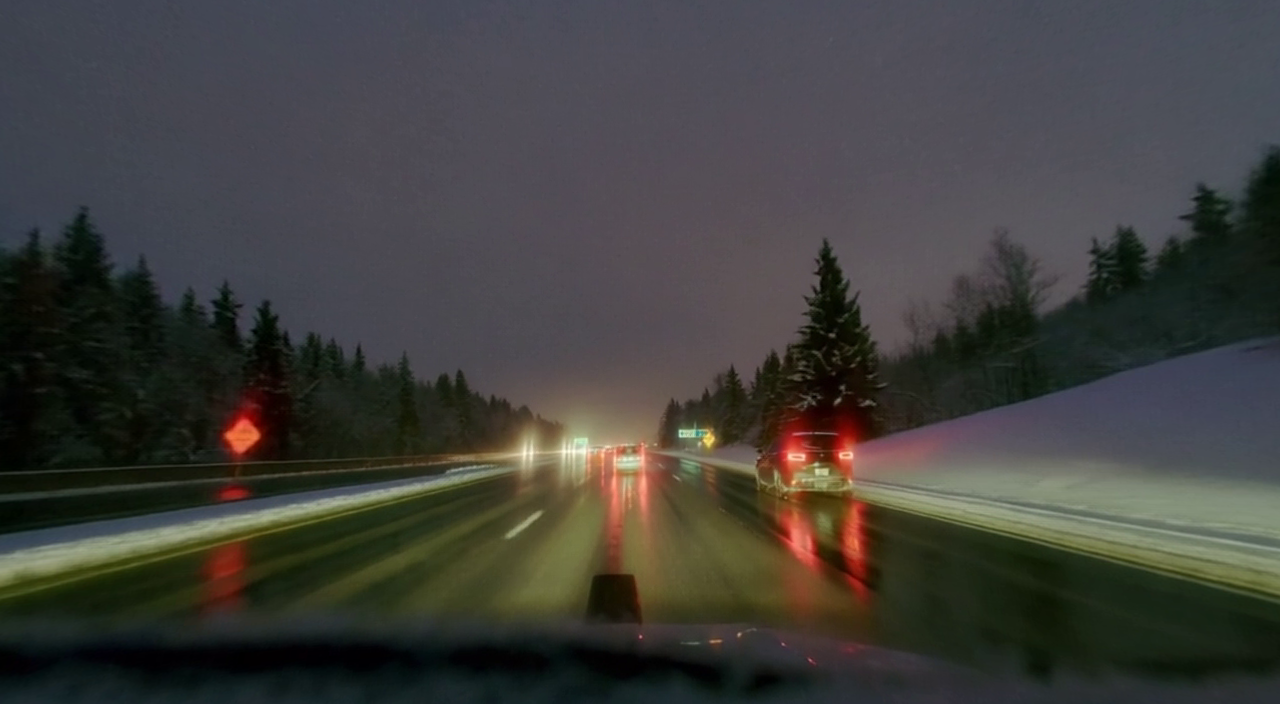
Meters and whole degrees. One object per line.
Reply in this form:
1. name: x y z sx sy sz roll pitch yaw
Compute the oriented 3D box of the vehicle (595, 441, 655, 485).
1. vehicle: -0.548 4.158 23.800 2.066 1.490 3.759 0 -9 -1
